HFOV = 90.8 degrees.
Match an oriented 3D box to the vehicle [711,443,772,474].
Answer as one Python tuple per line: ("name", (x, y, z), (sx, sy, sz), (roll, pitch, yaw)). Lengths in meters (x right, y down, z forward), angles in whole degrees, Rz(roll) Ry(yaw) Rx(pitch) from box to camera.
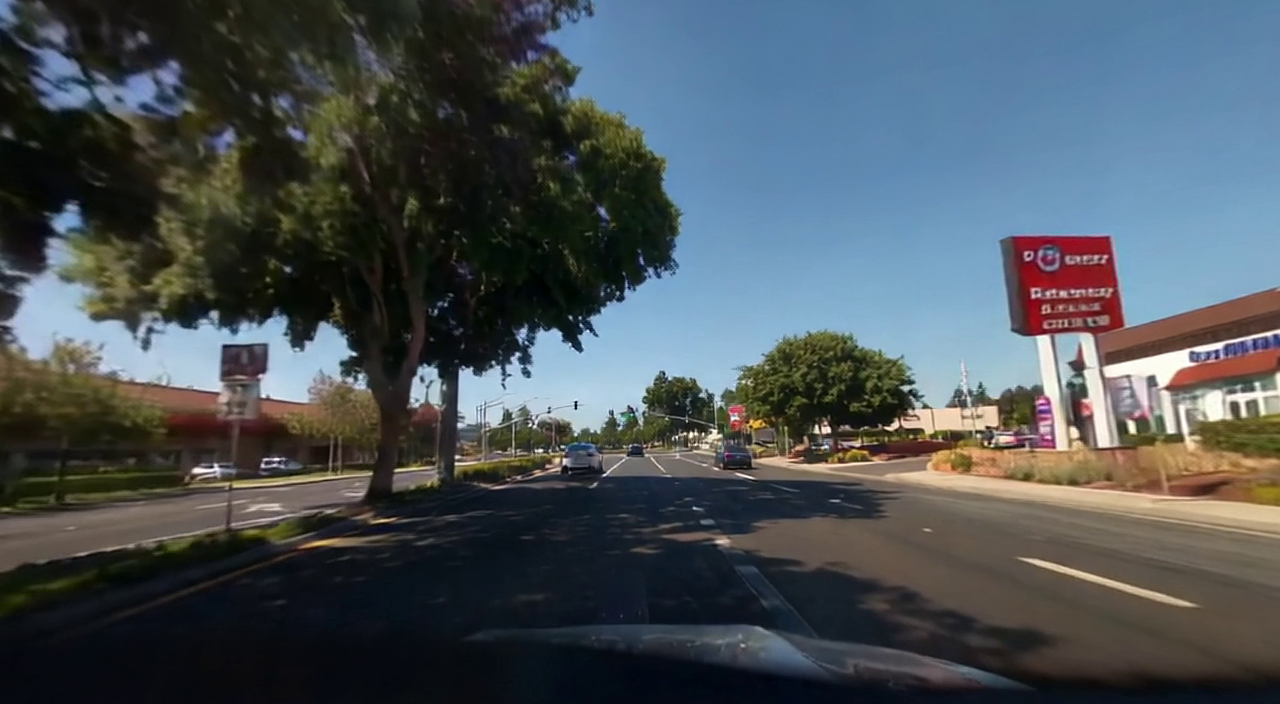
("vehicle", (5.221, 5.540, 33.187), (2.075, 1.475, 4.571), (0, -8, -5))

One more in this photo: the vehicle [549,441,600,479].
("vehicle", (-2.883, 4.857, 28.791), (2.072, 1.545, 4.578), (0, -8, -3))

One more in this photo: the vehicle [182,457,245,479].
("vehicle", (-32.821, 8.899, 48.769), (1.847, 1.512, 4.347), (0, -9, -1))
